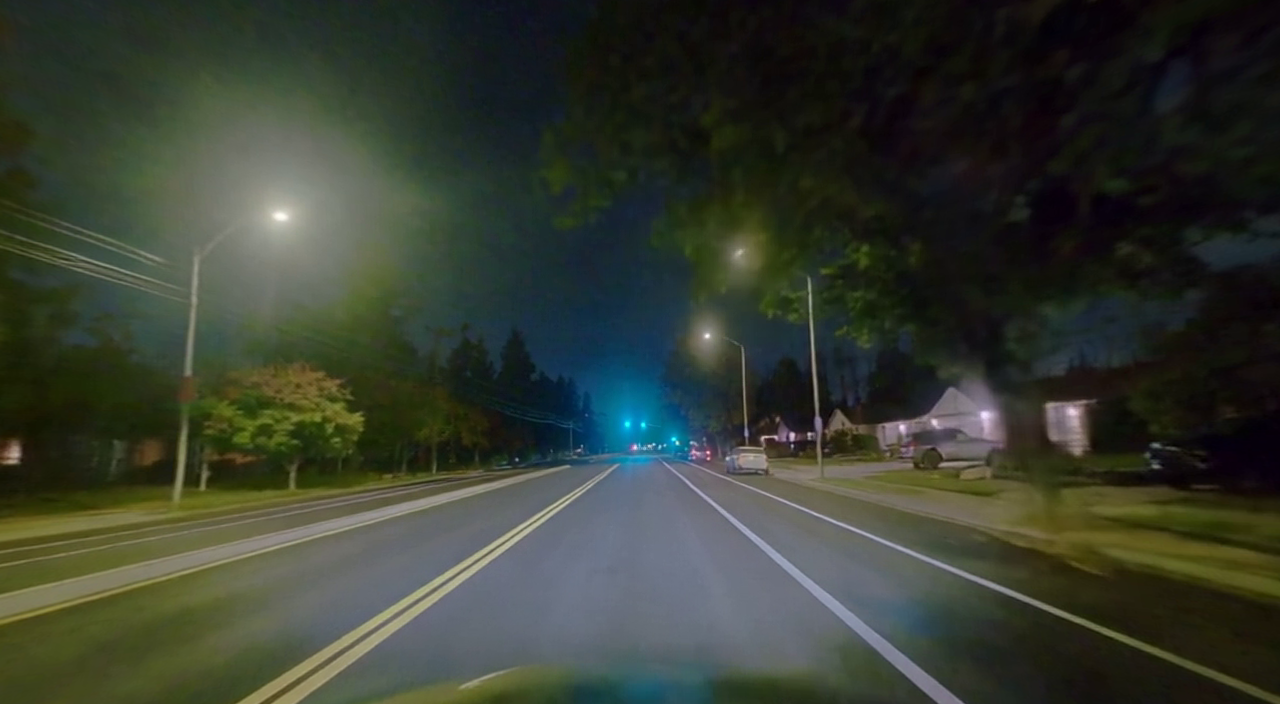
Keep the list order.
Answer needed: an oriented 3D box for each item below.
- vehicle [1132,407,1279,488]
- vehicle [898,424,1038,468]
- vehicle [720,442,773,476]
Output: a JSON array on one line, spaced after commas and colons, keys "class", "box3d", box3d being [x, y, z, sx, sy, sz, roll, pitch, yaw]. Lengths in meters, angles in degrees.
[{"class": "vehicle", "box3d": [13.261, 1.954, 12.985, 4.389, 1.530, 1.992, -1, -8, 6]}, {"class": "vehicle", "box3d": [12.946, 3.744, 25.129, 4.476, 1.686, 1.878, 0, -8, 1]}, {"class": "vehicle", "box3d": [5.263, 5.330, 31.606, 1.955, 1.549, 4.129, 0, -8, 0]}]
